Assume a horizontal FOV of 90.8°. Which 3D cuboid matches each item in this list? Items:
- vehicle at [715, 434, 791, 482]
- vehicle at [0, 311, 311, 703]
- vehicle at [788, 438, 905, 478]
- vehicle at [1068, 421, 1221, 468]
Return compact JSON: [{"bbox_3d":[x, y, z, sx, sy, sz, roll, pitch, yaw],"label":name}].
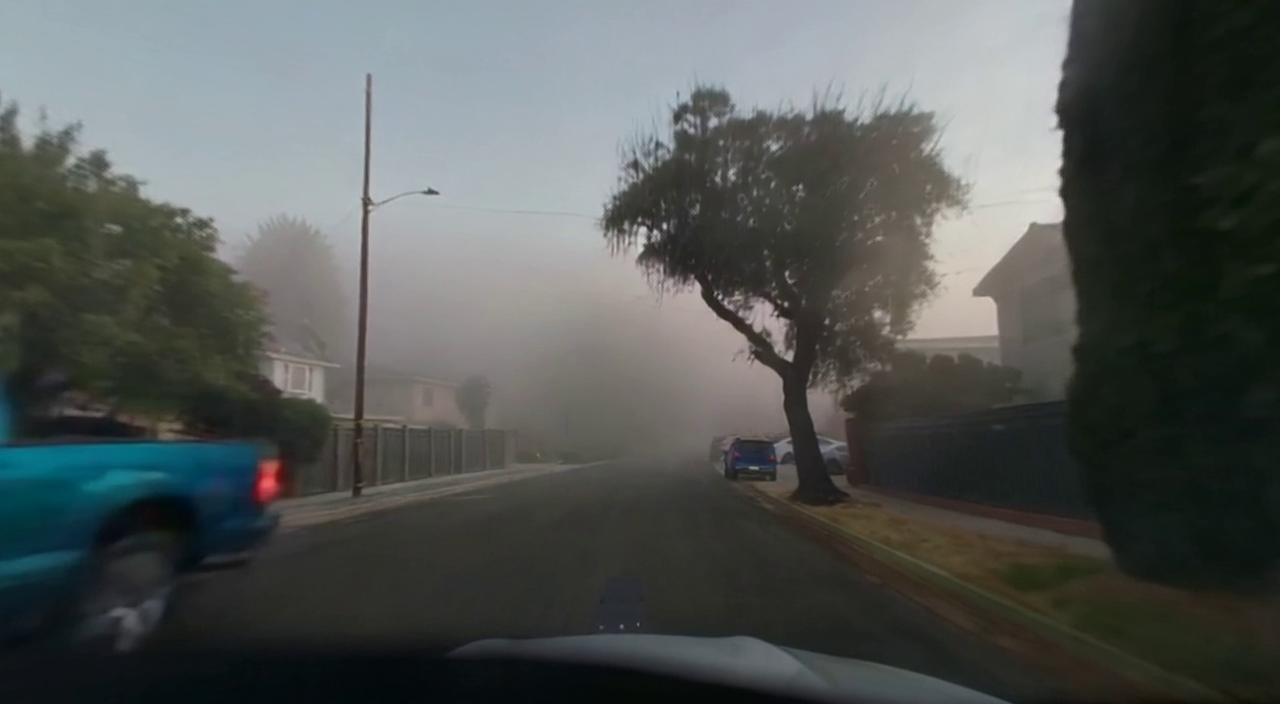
[{"bbox_3d":[4.228,4.053,24.424,2.051,1.676,4.497,0,-8,-1],"label":"vehicle"},{"bbox_3d":[-4.349,0.708,2.508,2.274,2.008,6.986,0,-8,1],"label":"vehicle"},{"bbox_3d":[8.293,4.255,25.619,4.057,1.483,1.828,0,-7,-2],"label":"vehicle"},{"bbox_3d":[18.523,3.397,23.400,3.903,1.592,1.921,-1,-7,12],"label":"vehicle"}]
